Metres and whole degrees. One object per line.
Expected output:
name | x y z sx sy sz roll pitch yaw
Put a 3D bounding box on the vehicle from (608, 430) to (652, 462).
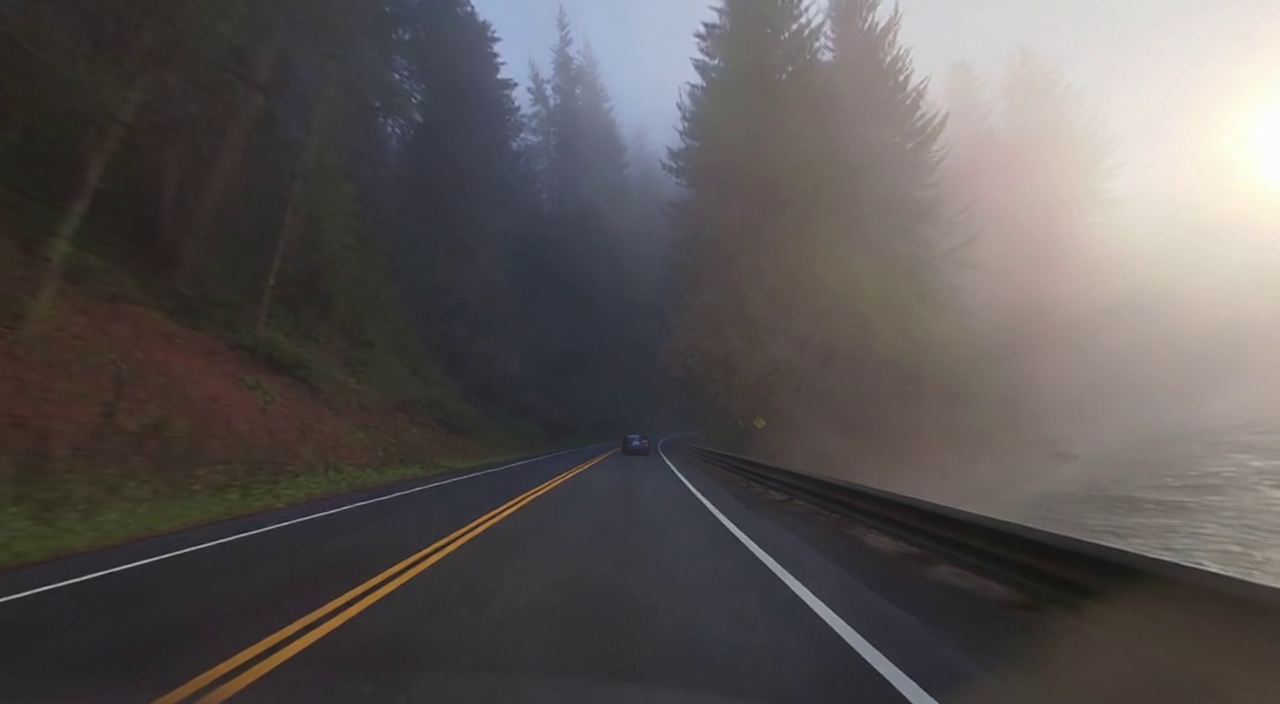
vehicle | -0.512 4.794 32.287 2.120 1.491 4.349 0 -8 -1
